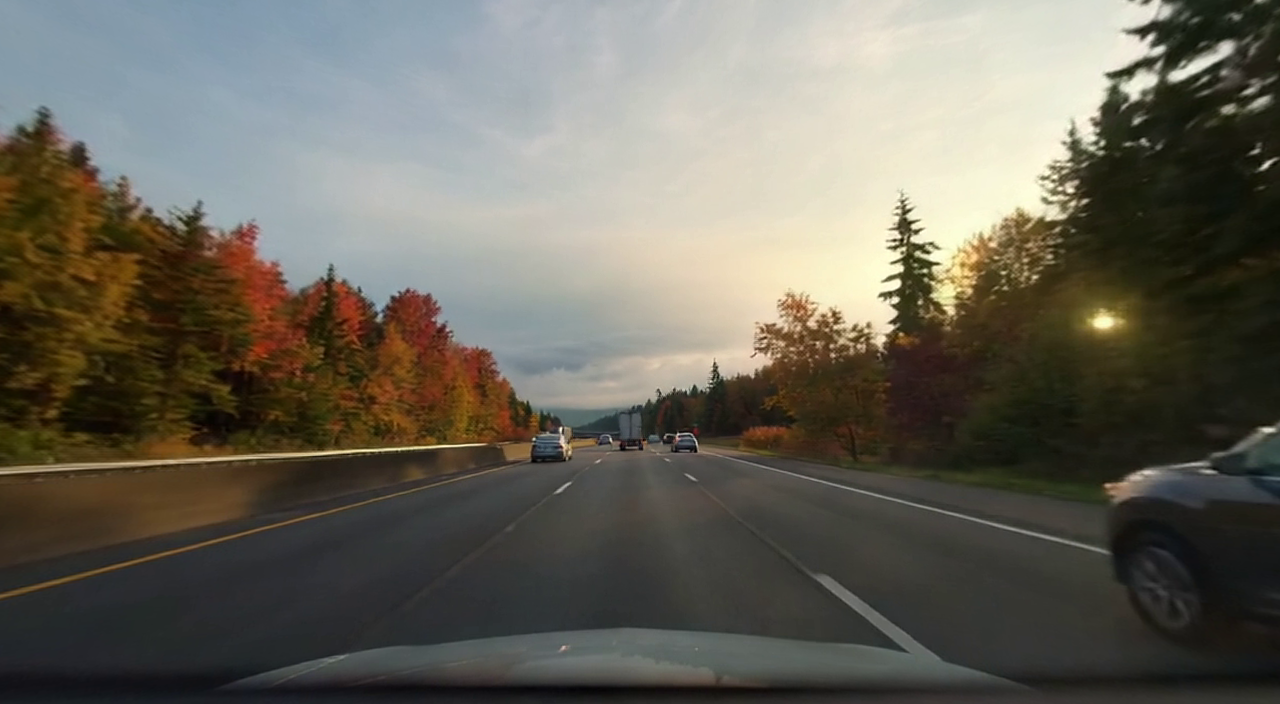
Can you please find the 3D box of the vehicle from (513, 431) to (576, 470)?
[{"bbox_3d":[-3.878,4.056,26.169,2.027,1.501,3.920,0,-8,-1],"label":"vehicle"}]

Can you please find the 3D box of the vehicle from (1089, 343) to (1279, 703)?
[{"bbox_3d":[3.929,0.663,1.842,1.962,1.680,4.298,0,-8,-1],"label":"vehicle"}]
